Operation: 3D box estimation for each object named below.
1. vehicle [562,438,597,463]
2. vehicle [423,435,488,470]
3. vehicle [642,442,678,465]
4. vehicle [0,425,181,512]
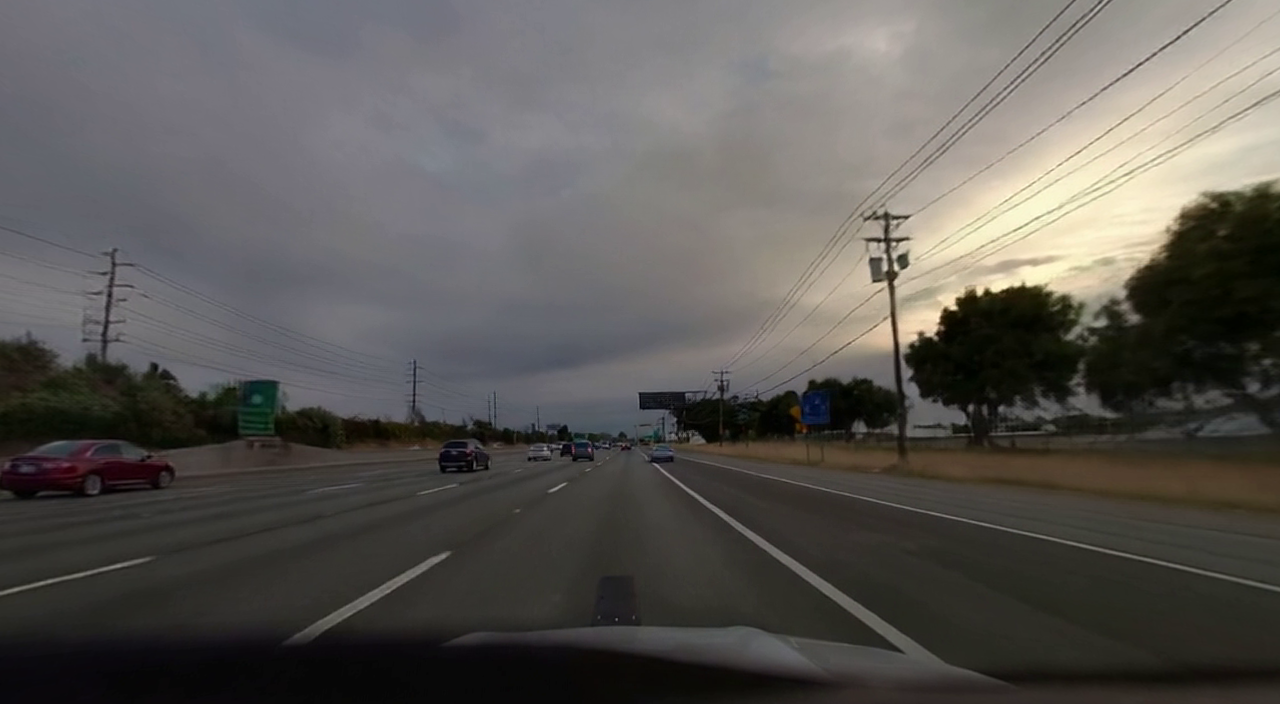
[{"bbox_3d":[-4.223,7.036,45.020,2.121,1.673,4.443,0,-9,-1],"label":"vehicle"},{"bbox_3d":[-10.246,5.623,35.533,2.115,1.799,5.444,0,-9,-1],"label":"vehicle"},{"bbox_3d":[1.270,6.733,42.004,2.015,1.391,3.897,1,-9,-4],"label":"vehicle"},{"bbox_3d":[-13.915,2.681,14.970,2.257,1.727,5.036,0,-9,0],"label":"vehicle"}]
